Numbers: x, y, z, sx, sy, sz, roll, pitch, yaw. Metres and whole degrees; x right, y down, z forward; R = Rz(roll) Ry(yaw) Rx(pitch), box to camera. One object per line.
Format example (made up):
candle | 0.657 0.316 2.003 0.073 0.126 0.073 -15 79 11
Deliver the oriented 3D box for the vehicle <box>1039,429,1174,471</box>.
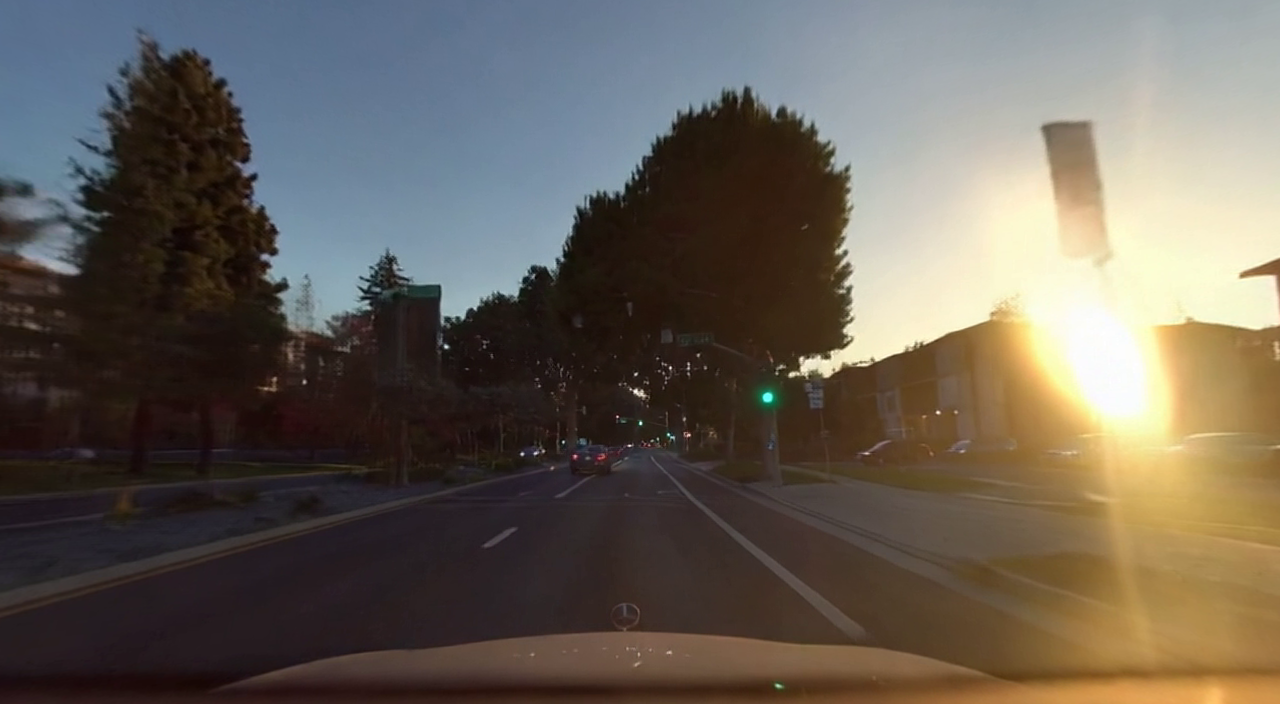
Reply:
vehicle | 17.327 3.654 23.566 3.846 1.488 1.695 1 -9 -8

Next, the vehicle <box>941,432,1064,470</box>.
vehicle | 16.713 4.563 29.250 4.564 1.663 2.033 1 -9 -9

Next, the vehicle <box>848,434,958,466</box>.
vehicle | 15.444 5.778 37.283 5.604 1.833 2.128 1 -9 -8

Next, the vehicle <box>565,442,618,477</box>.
vehicle | -2.188 5.026 29.770 2.011 1.498 4.914 0 -9 1

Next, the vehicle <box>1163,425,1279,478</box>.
vehicle | 17.934 2.894 18.211 4.382 1.385 1.925 3 -9 -11
